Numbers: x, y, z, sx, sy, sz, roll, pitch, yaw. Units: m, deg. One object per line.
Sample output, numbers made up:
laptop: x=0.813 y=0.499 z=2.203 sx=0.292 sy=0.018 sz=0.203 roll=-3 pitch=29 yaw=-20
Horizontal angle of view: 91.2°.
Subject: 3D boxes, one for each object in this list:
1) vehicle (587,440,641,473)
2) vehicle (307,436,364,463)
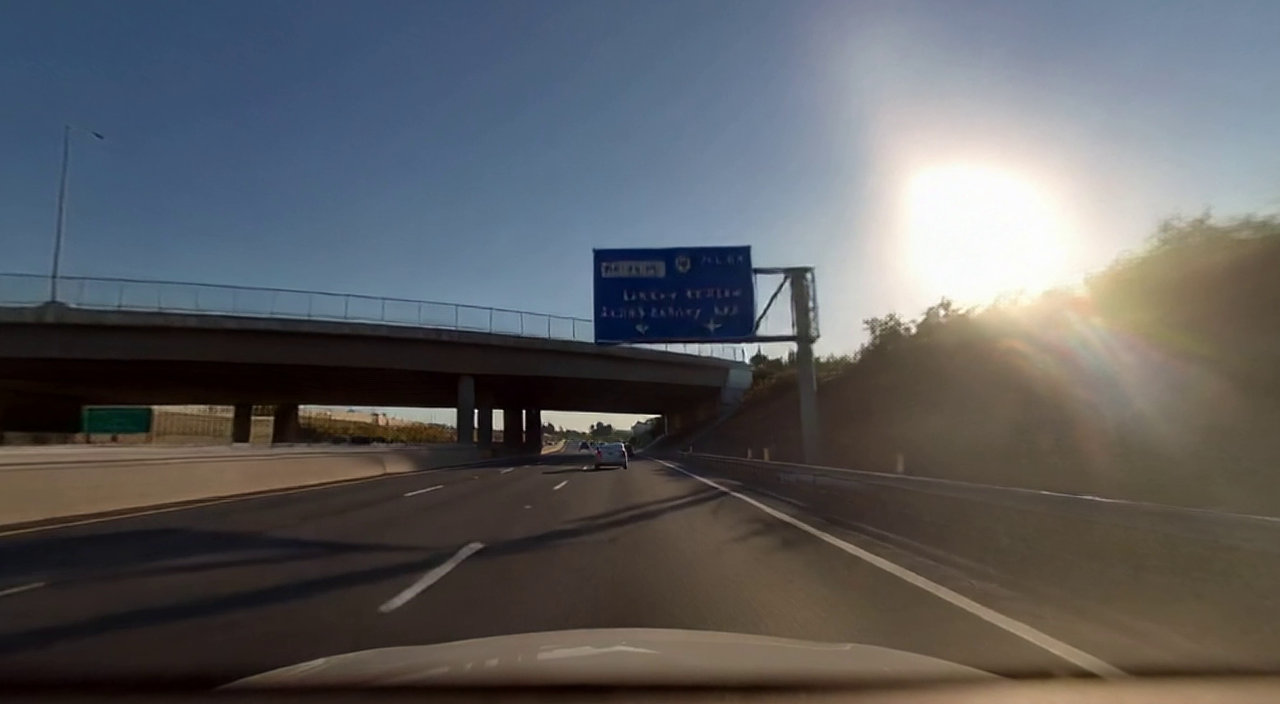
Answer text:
vehicle: x=-1.226 y=5.207 z=31.414 sx=2.055 sy=1.509 sz=4.255 roll=-2 pitch=-9 yaw=7
vehicle: x=-19.418 y=6.245 z=40.204 sx=1.950 sy=1.575 sz=4.284 roll=1 pitch=-9 yaw=-7
